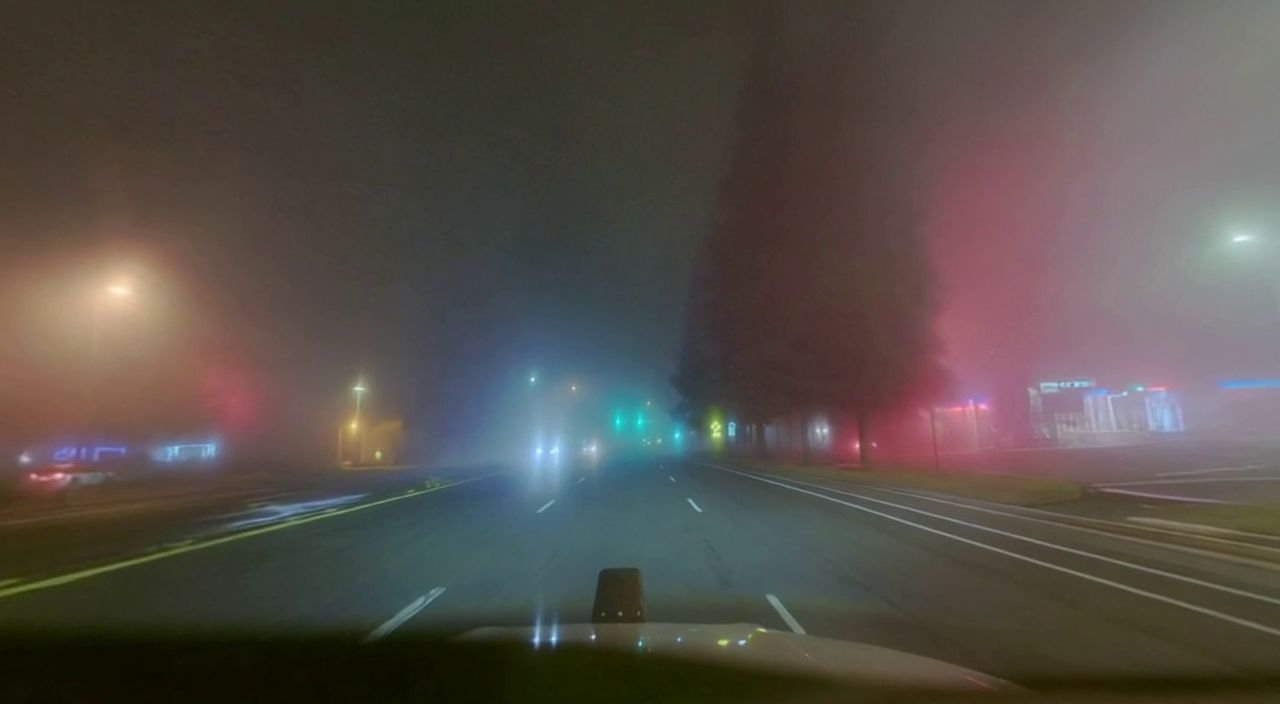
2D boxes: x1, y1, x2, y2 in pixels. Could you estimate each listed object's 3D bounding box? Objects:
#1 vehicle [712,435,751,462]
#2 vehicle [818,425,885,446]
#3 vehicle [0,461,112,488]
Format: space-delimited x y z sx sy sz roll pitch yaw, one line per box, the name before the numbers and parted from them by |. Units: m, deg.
vehicle | 6.078 6.479 42.413 1.986 1.682 4.341 0 -8 0
vehicle | 15.712 6.265 47.105 4.320 1.492 1.835 0 -8 3
vehicle | -32.482 6.800 35.235 4.359 1.405 1.831 0 -8 -2
